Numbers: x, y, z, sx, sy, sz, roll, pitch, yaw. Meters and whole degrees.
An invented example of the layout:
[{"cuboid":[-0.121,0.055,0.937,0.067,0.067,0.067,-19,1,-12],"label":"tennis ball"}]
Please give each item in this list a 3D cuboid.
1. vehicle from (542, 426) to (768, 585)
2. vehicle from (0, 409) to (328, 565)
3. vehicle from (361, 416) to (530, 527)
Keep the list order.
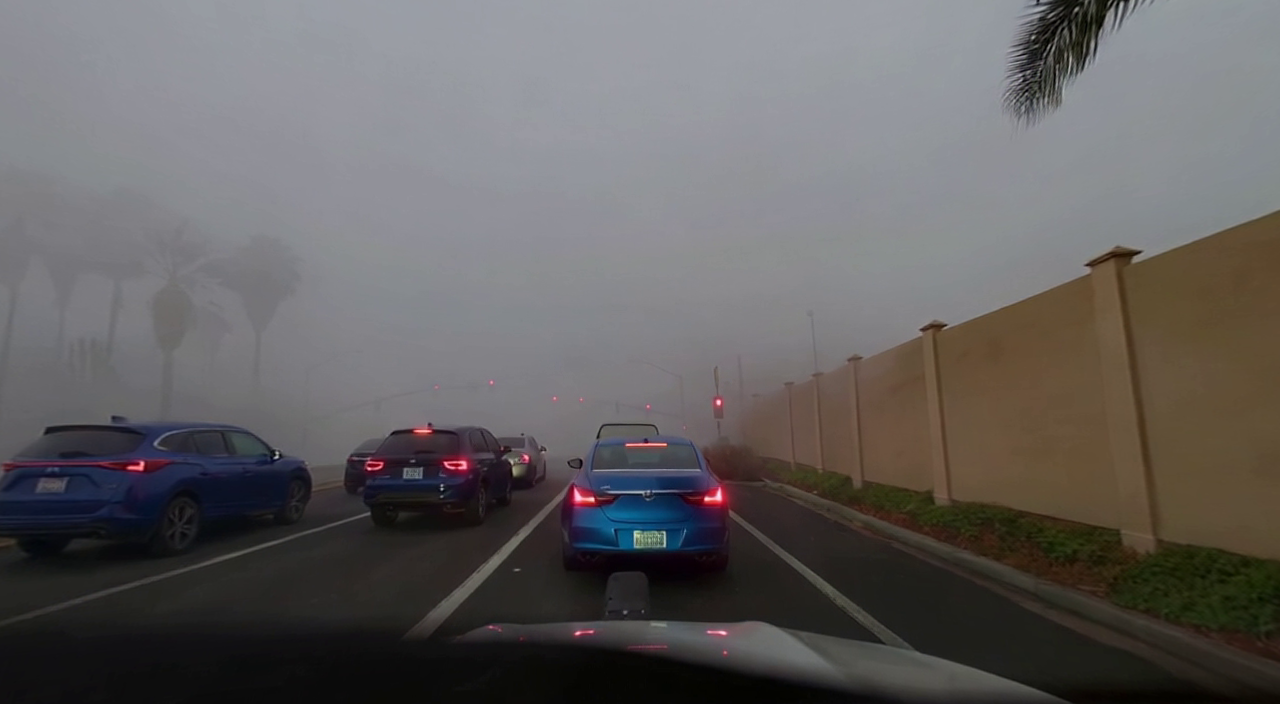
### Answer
[{"cuboid":[0.065,1.763,8.138,2.128,1.473,4.272,0,-8,-2],"label":"vehicle"},{"cuboid":[-6.688,1.832,9.302,1.963,1.721,4.467,0,-8,-2],"label":"vehicle"},{"cuboid":[-3.458,2.209,12.168,2.007,1.746,4.136,0,-8,-1],"label":"vehicle"}]
